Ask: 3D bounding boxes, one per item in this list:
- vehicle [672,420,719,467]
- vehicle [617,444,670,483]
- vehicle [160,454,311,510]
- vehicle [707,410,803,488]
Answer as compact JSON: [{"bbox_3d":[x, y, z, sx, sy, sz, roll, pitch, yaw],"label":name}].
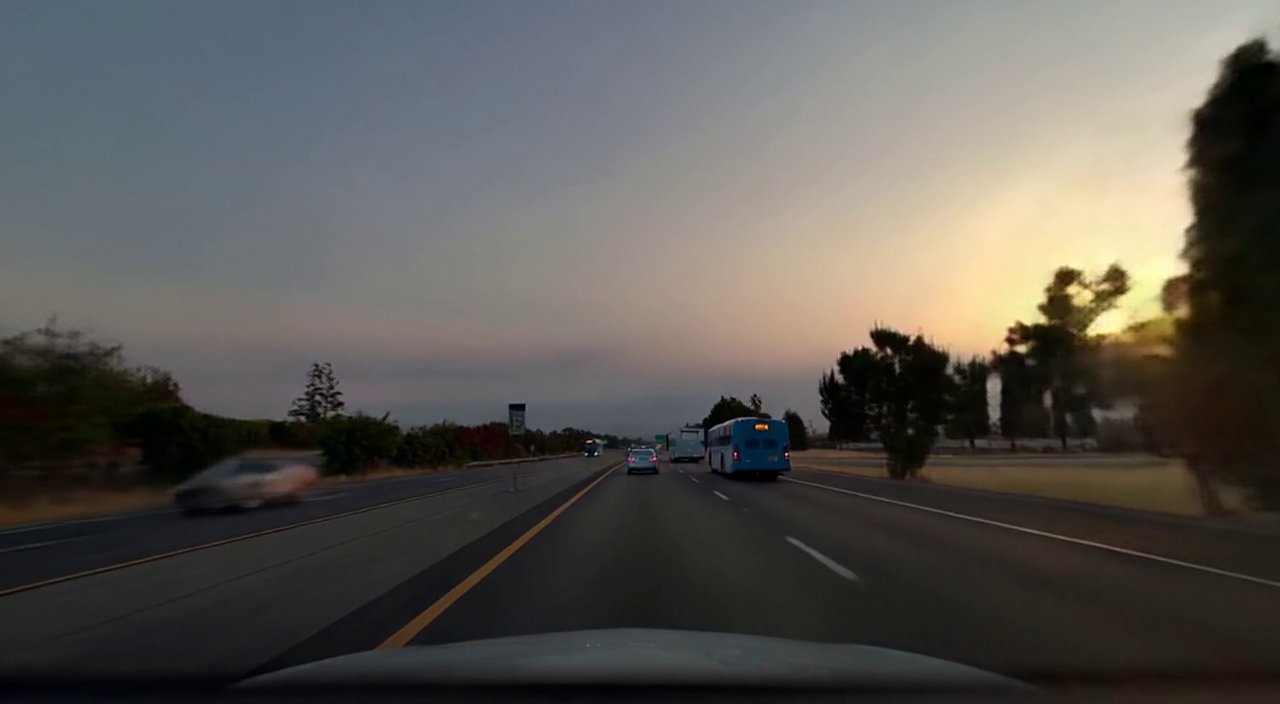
[{"bbox_3d":[4.217,7.245,49.679,2.883,3.358,7.942,0,-9,-1],"label":"vehicle"},{"bbox_3d":[0.108,4.485,25.527,2.004,1.449,3.817,0,-9,-1],"label":"vehicle"},{"bbox_3d":[-12.518,4.017,19.898,2.025,1.546,4.069,0,-9,0],"label":"vehicle"},{"bbox_3d":[4.165,3.704,24.085,2.440,2.555,5.957,0,-9,-1],"label":"vehicle"}]
